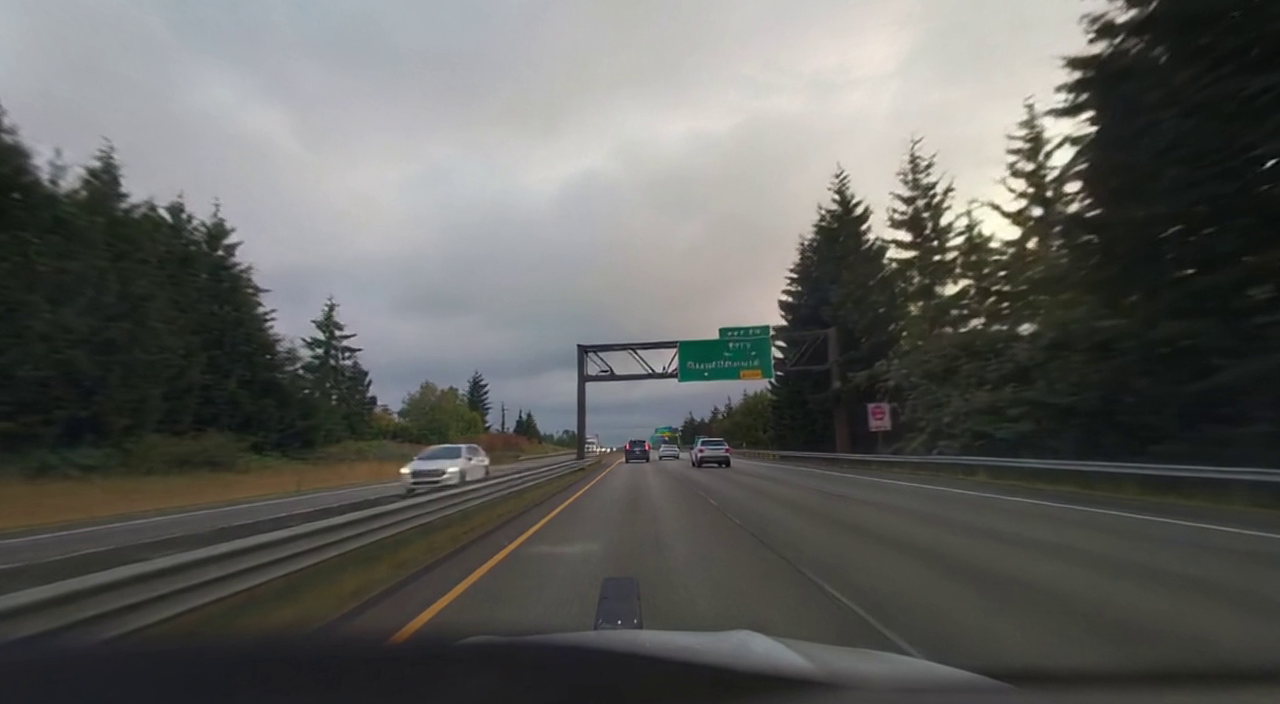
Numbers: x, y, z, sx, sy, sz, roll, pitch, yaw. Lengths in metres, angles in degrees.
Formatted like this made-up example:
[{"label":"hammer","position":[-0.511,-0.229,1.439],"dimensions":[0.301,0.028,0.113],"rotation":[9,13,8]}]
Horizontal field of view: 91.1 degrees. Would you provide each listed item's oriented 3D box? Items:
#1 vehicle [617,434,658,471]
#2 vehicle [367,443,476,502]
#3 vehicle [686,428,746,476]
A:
[{"label":"vehicle","position":[-0.156,5.713,35.760],"dimensions":[2.192,1.912,4.524],"rotation":[0,-9,0]},{"label":"vehicle","position":[-6.959,3.855,20.565],"dimensions":[2.046,1.696,4.276],"rotation":[0,-9,0]},{"label":"vehicle","position":[3.366,4.547,28.796],"dimensions":[1.981,1.984,4.623],"rotation":[0,-9,-2]}]
